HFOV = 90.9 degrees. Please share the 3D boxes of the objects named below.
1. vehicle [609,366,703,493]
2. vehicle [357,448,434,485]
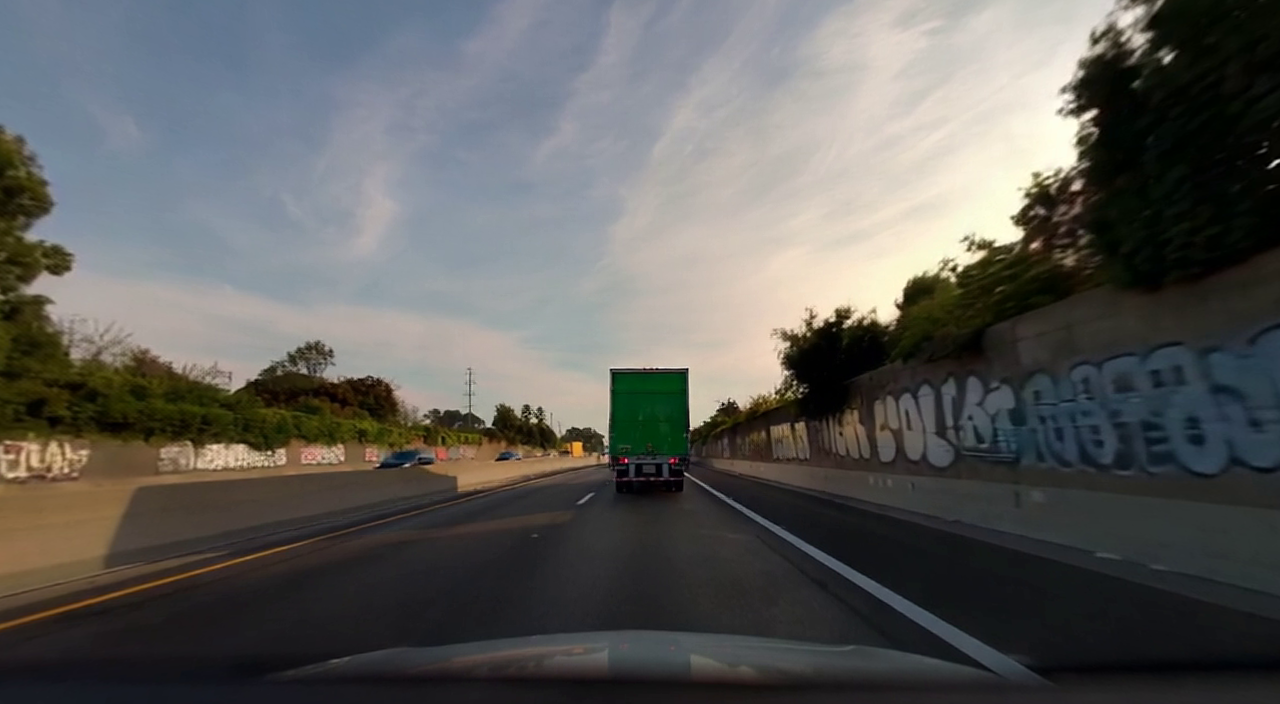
[{"bbox_3d":[0.372,3.181,24.658,2.900,3.955,10.151,0,-9,-1],"label":"vehicle"},{"bbox_3d":[-11.833,5.562,30.872,1.911,1.661,4.392,0,-9,2],"label":"vehicle"}]
